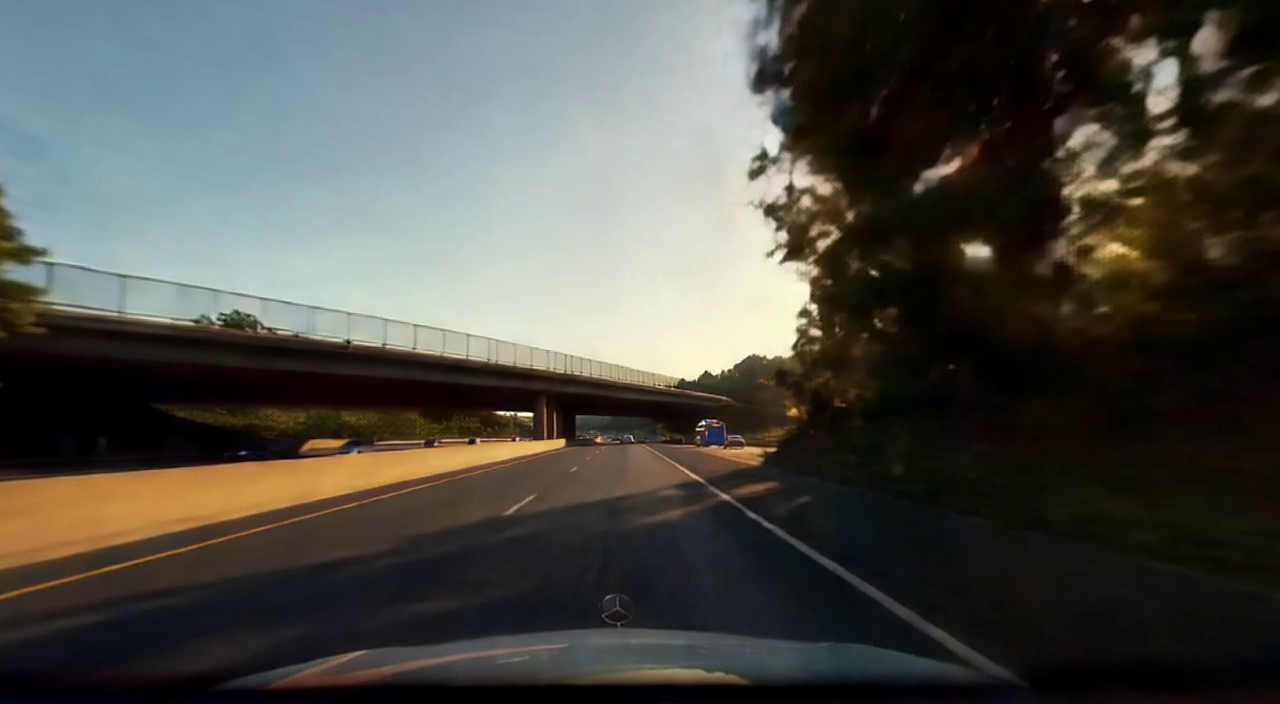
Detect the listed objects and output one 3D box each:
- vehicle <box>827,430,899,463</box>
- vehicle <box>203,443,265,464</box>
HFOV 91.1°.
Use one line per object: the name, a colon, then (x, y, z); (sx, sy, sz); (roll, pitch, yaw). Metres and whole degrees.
vehicle: (10.396, 4.419, 29.562); (1.880, 1.460, 3.770); (0, -8, -2)
vehicle: (-31.150, 7.766, 48.376); (1.807, 1.517, 4.196); (-1, -8, 3)
